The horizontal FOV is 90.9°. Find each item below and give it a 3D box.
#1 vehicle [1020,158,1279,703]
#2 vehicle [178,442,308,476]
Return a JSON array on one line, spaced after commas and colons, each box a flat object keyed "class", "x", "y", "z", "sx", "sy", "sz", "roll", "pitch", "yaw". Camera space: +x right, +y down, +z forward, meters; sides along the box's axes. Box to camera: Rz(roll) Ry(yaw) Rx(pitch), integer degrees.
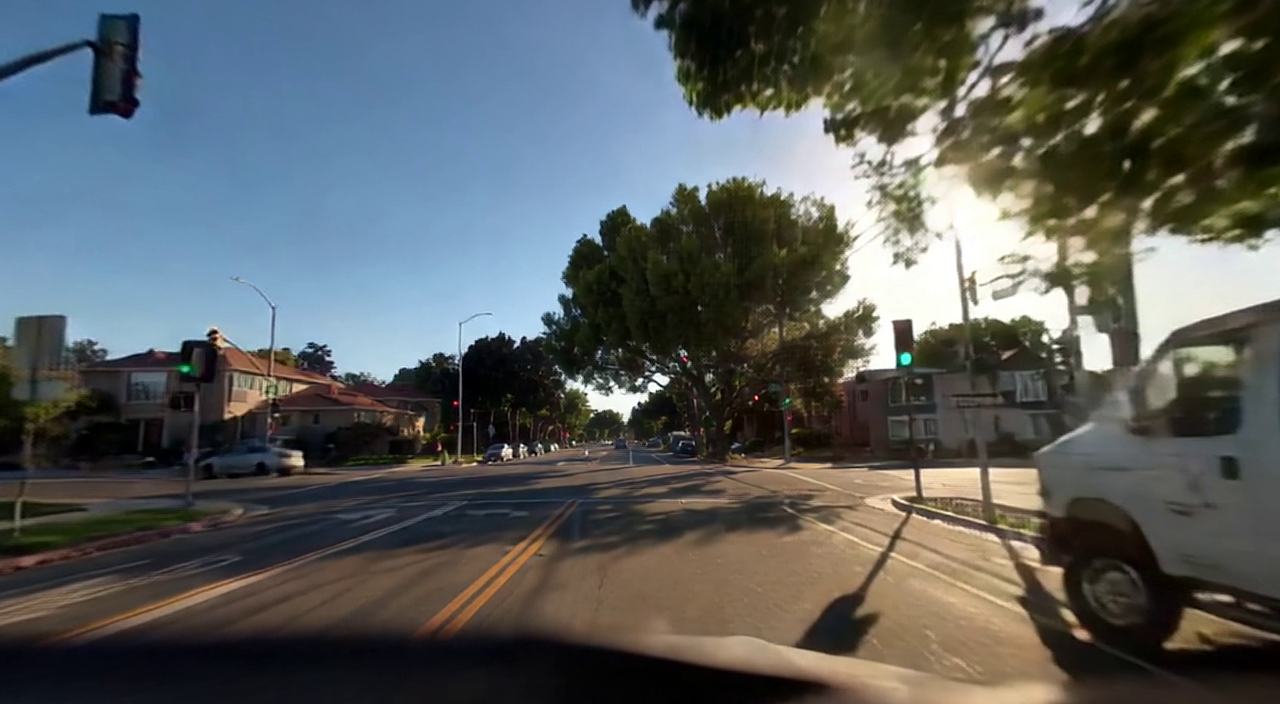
[{"class": "vehicle", "x": 4.476, "y": 0.352, "z": 2.729, "sx": 2.398, "sy": 2.806, "sz": 4.857, "roll": 0, "pitch": -8, "yaw": -2}, {"class": "vehicle", "x": -18.020, "y": 4.869, "z": 28.755, "sx": 4.606, "sy": 1.452, "sz": 1.917, "roll": 0, "pitch": -8, "yaw": 0}]
